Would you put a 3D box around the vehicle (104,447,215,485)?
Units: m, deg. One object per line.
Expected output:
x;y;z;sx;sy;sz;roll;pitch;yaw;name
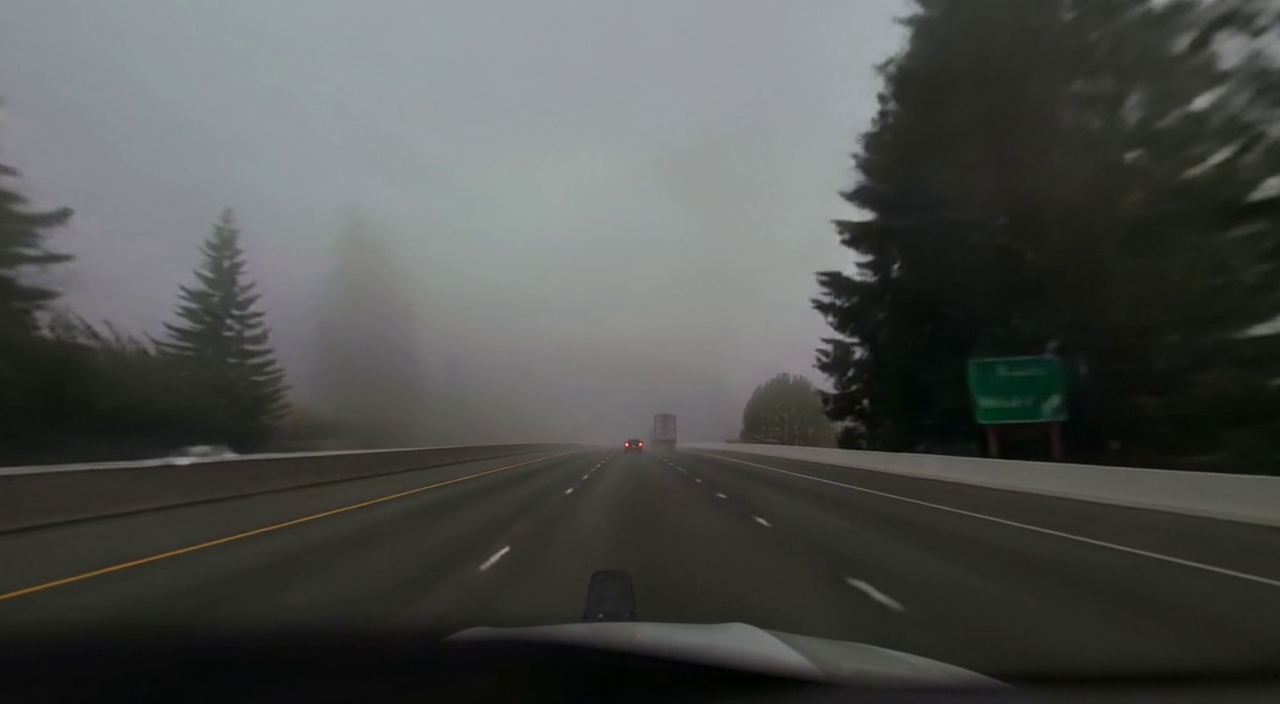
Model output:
-20.503;4.850;27.115;1.777;1.450;3.794;0;-8;-1;vehicle
